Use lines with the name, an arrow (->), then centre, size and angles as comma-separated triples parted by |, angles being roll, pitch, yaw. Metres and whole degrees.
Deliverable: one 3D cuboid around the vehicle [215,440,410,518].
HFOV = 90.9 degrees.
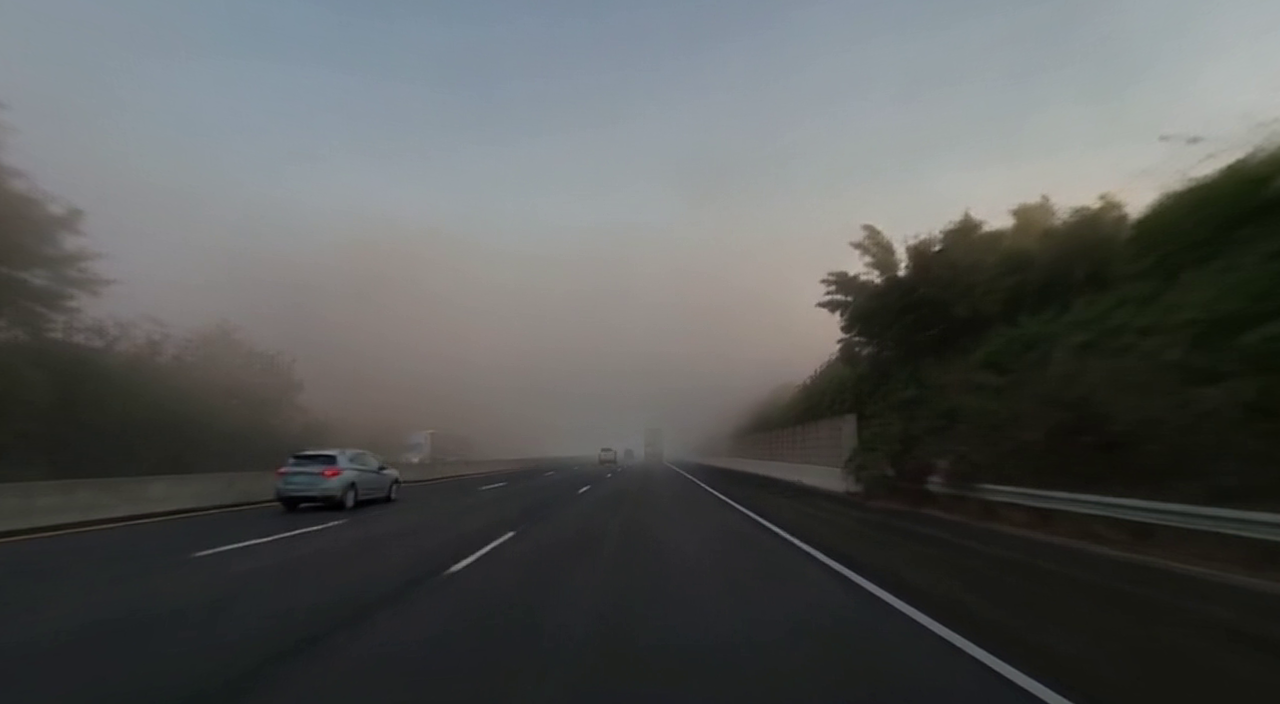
vehicle -> -7.284, 2.855, 14.681 | 2.031, 1.521, 4.503 | 0, -9, 1
